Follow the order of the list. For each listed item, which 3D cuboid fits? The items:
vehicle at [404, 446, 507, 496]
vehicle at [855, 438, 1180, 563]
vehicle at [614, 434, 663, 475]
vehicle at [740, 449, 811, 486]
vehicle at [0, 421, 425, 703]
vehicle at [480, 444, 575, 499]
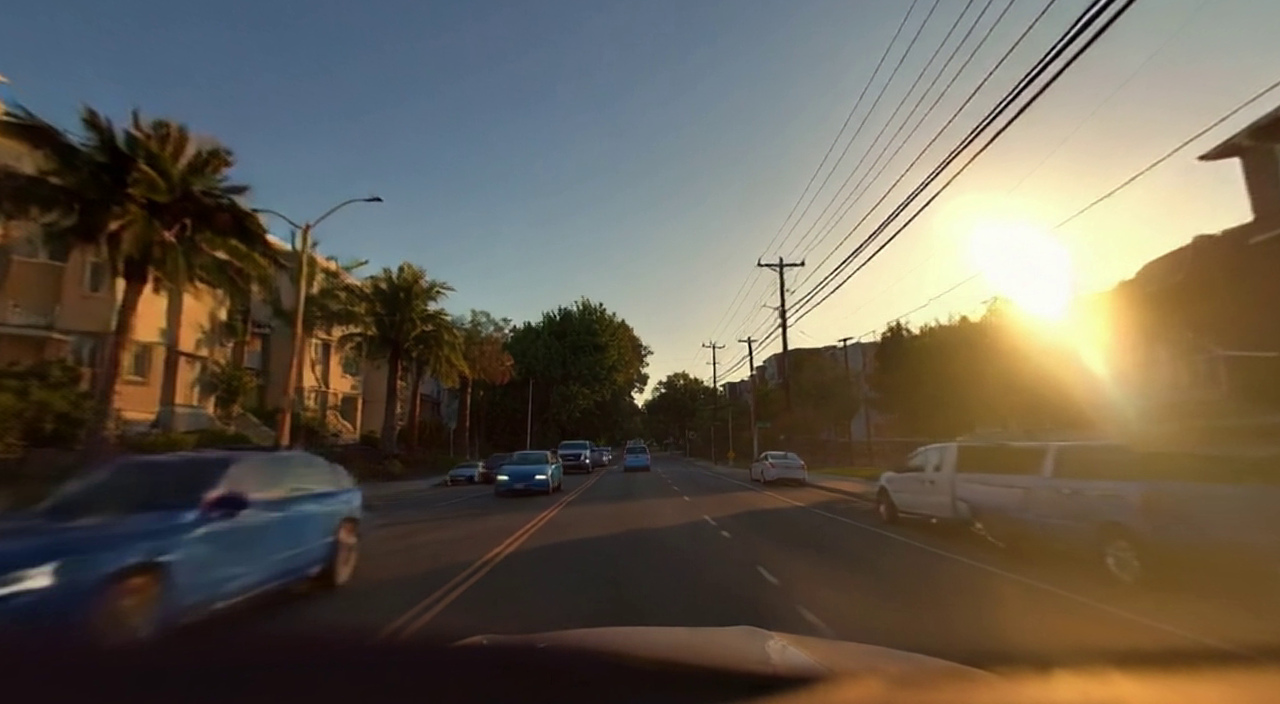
[{"bbox_3d":[-6.084,3.950,21.477,2.023,1.492,4.666,0,-8,1],"label":"vehicle"},{"bbox_3d":[6.230,2.497,11.731,2.350,1.706,5.901,0,-8,-1],"label":"vehicle"},{"bbox_3d":[-0.031,5.240,32.124,2.308,1.940,4.125,-1,-10,1],"label":"vehicle"},{"bbox_3d":[5.962,5.126,28.403,1.943,1.490,4.783,0,-8,-2],"label":"vehicle"},{"bbox_3d":[-3.724,1.401,5.137,2.013,1.497,4.456,-1,-8,6],"label":"vehicle"},{"bbox_3d":[-3.352,3.639,19.760,2.057,1.476,4.593,0,-8,1],"label":"vehicle"}]
